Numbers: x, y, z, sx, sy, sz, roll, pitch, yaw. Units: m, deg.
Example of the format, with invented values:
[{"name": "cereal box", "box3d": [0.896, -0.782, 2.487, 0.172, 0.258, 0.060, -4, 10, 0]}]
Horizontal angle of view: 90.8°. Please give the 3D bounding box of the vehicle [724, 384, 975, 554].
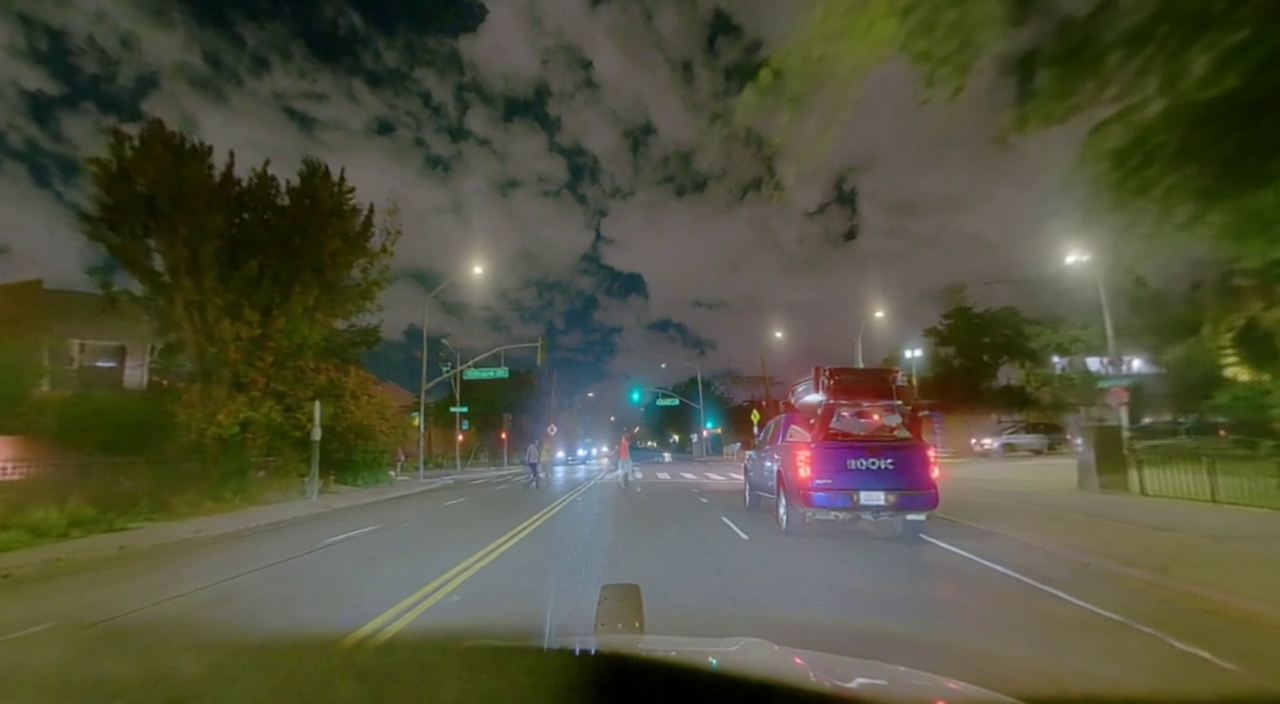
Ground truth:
[{"name": "vehicle", "box3d": [2.869, 1.811, 10.371, 2.177, 2.015, 5.463, 0, -9, -1]}]
